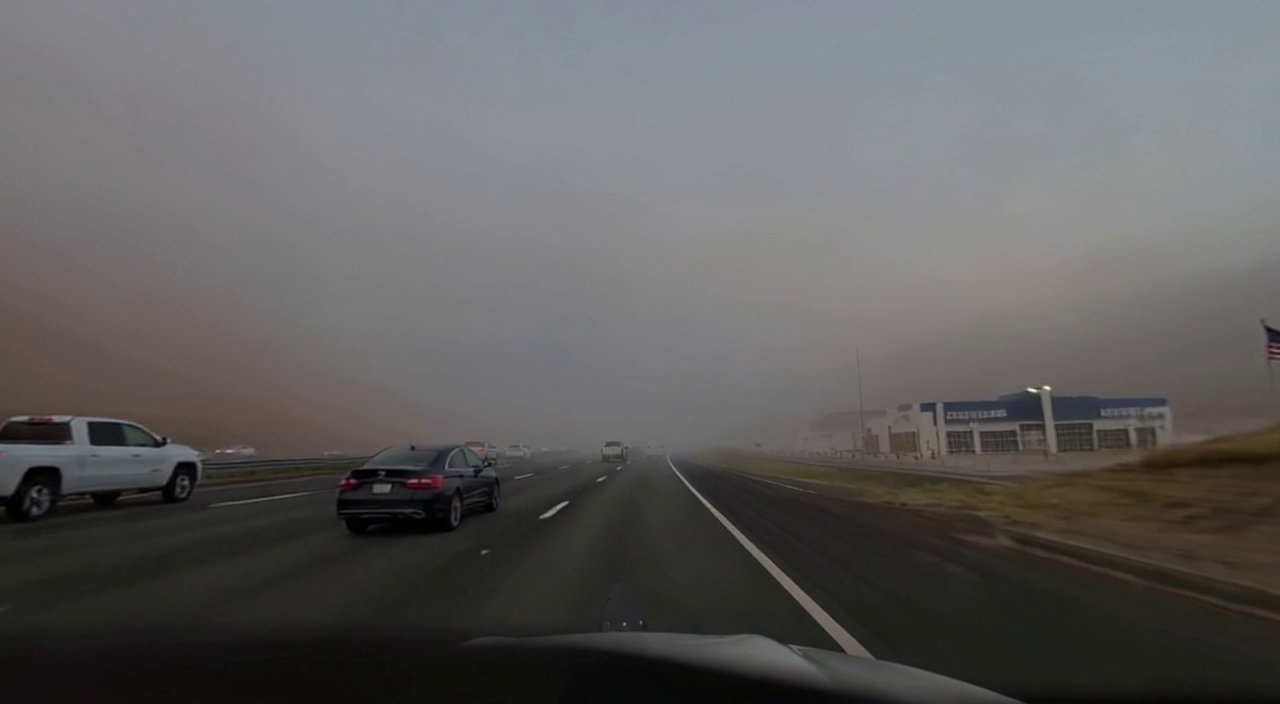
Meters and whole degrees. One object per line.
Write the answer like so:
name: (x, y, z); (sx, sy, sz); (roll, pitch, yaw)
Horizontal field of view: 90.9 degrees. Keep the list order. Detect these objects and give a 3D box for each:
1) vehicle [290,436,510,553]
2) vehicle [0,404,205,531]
vehicle: (-3.540, 2.140, 10.270); (1.896, 1.491, 4.146); (0, -8, 1)
vehicle: (-11.085, 2.042, 11.522); (2.284, 1.966, 5.406); (0, -8, 2)
